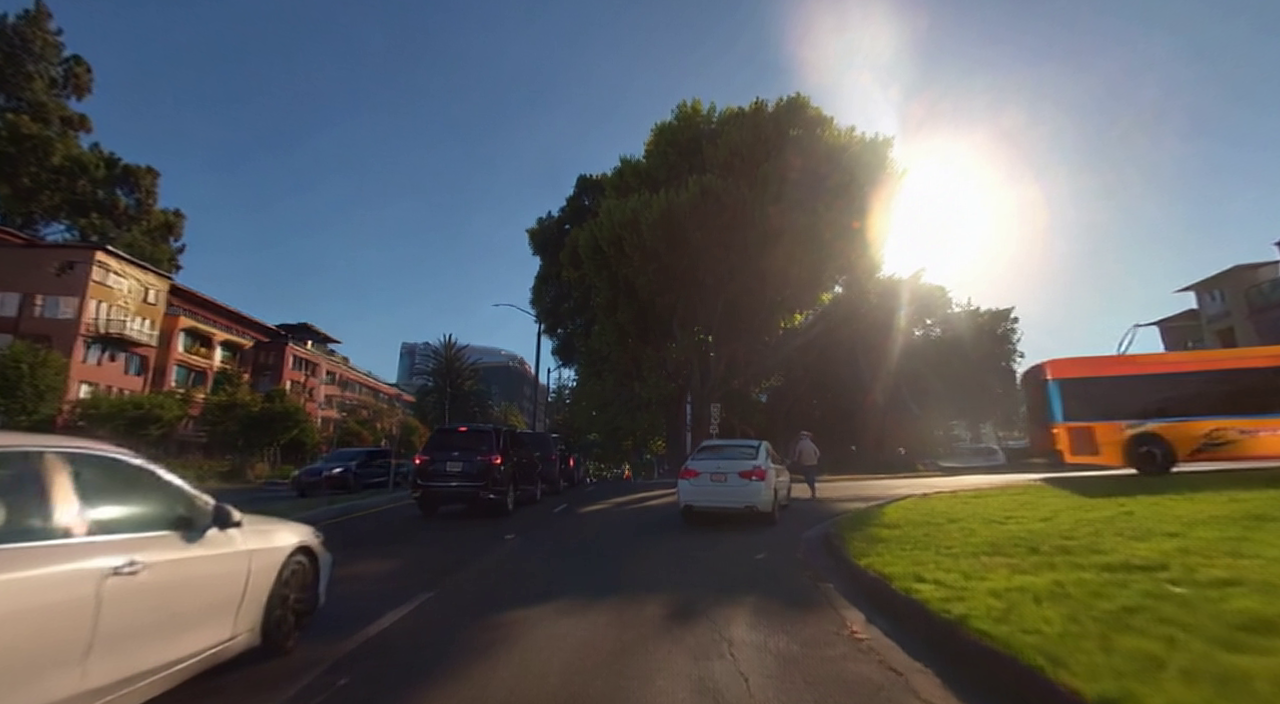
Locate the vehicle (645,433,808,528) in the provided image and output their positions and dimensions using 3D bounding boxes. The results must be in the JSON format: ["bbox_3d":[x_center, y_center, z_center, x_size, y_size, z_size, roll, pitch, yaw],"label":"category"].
[{"bbox_3d":[1.830,2.359,12.185,2.020,1.478,3.922,-4,-9,25],"label":"vehicle"}]

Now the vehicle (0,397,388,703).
[{"bbox_3d":[-3.343,1.033,3.160,1.953,1.480,4.522,-1,-8,5],"label":"vehicle"}]

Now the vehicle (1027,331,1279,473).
[{"bbox_3d":[15.930,1.316,15.843,9.977,3.303,2.948,-4,-9,21],"label":"vehicle"}]

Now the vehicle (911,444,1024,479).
[{"bbox_3d":[15.157,5.093,29.285,4.422,1.457,1.882,-6,-10,28],"label":"vehicle"}]

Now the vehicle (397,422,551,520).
[{"bbox_3d":[-3.357,2.509,13.850,2.017,1.761,4.572,0,-8,2],"label":"vehicle"}]
